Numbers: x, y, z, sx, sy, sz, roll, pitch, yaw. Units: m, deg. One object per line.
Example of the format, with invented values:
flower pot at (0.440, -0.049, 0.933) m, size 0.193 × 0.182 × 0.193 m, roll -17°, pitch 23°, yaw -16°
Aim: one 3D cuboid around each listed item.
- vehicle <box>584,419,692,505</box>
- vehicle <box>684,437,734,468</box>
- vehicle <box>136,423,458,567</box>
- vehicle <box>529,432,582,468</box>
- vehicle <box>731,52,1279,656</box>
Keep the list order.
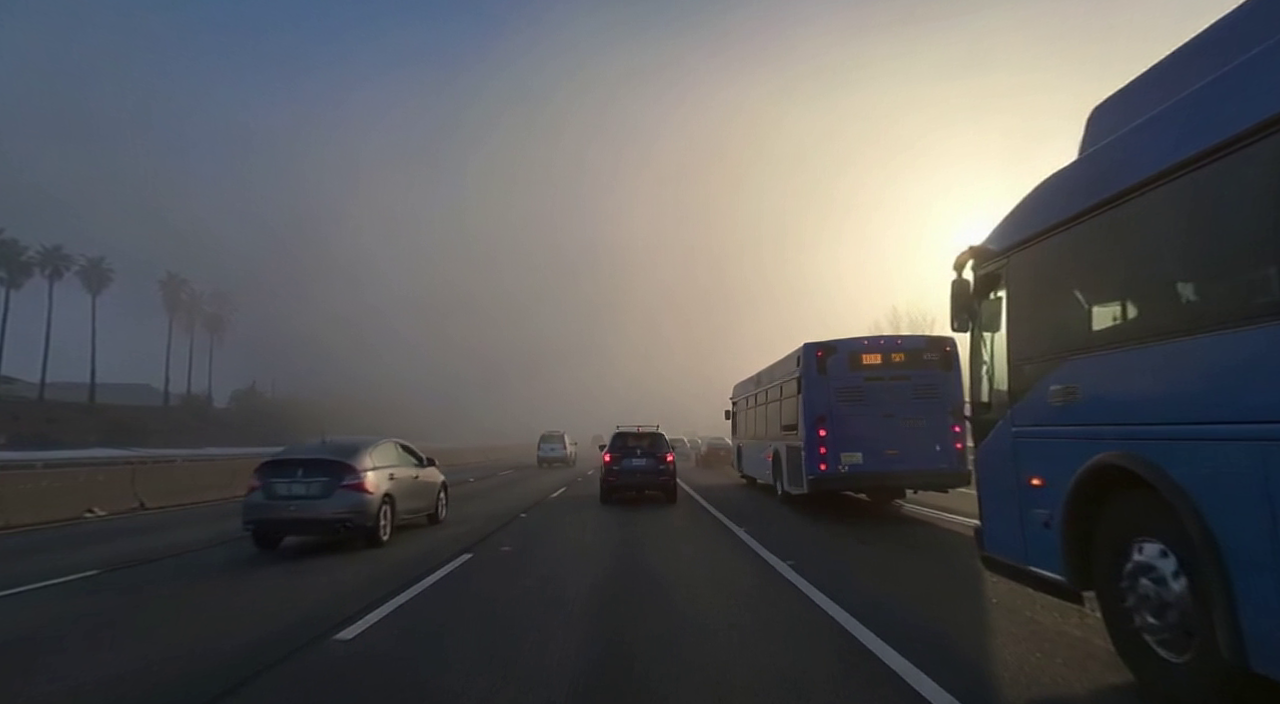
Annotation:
vehicle at (-0.009, 2.640, 15.454) m, size 2.268 × 1.796 × 4.280 m, roll 0°, pitch -9°, yaw 1°
vehicle at (3.561, 5.326, 33.392) m, size 2.039 × 1.516 × 4.521 m, roll 0°, pitch -9°, yaw -2°
vehicle at (-4.386, 1.901, 9.185) m, size 2.040 × 1.536 × 4.680 m, roll 0°, pitch -9°, yaw 0°
vehicle at (-4.475, 5.279, 33.958) m, size 2.100 × 1.765 × 4.743 m, roll 0°, pitch -9°, yaw 1°
vehicle at (4.007, 0.964, 10.804) m, size 3.020 × 3.622 × 14.302 m, roll 0°, pitch -9°, yaw 1°
